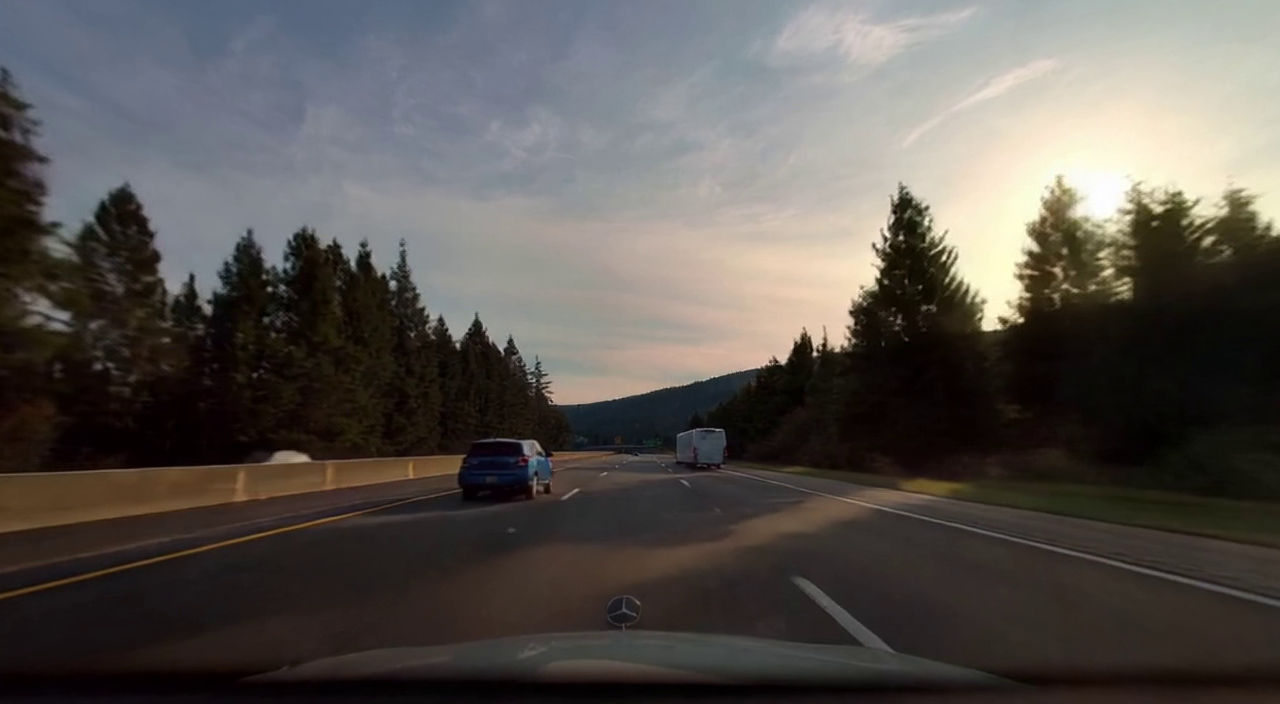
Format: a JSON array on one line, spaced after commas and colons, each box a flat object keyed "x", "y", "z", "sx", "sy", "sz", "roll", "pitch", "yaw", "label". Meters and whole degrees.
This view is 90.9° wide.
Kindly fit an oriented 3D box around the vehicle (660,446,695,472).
[{"x": 2.572, "y": 7.465, "z": 44.209, "sx": 2.260, "sy": 1.703, "sz": 4.959, "roll": 0, "pitch": -9, "yaw": 1, "label": "vehicle"}]

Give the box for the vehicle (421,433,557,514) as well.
[{"x": -3.379, "y": 2.826, "z": 15.153, "sx": 2.020, "sy": 1.619, "sz": 4.690, "roll": 0, "pitch": -9, "yaw": 1, "label": "vehicle"}]

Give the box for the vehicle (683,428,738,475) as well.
[{"x": 4.243, "y": 6.189, "z": 39.321, "sx": 2.614, "sy": 2.655, "sz": 6.429, "roll": 0, "pitch": -9, "yaw": -1, "label": "vehicle"}]

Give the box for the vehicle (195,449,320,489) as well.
[{"x": -20.103, "y": 6.153, "z": 33.696, "sx": 2.218, "sy": 1.875, "sz": 6.898, "roll": 0, "pitch": -9, "yaw": 1, "label": "vehicle"}]
